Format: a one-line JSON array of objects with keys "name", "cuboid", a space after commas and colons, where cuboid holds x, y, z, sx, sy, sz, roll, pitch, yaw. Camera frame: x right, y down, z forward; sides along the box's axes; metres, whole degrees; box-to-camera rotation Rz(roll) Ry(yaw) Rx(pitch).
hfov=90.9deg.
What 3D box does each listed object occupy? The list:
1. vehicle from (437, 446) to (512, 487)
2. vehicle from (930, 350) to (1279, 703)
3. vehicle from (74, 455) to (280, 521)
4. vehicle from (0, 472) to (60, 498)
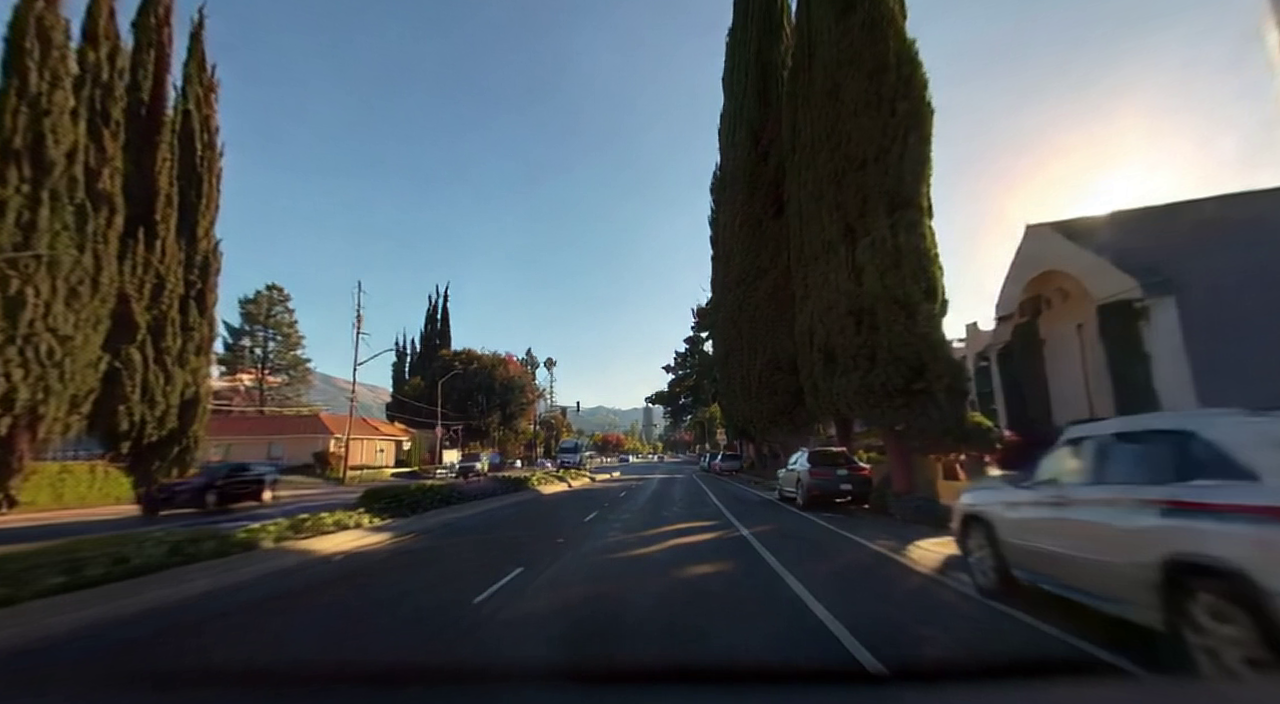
[{"name": "vehicle", "cuboid": [-7.606, 5.312, 29.610, 2.331, 1.696, 4.861, 0, -8, -2]}, {"name": "vehicle", "cuboid": [3.861, 1.023, 3.590, 2.166, 1.798, 5.256, -1, -8, 3]}, {"name": "vehicle", "cuboid": [-12.450, 3.650, 17.478, 1.999, 1.467, 4.618, -1, -8, 4]}, {"name": "vehicle", "cuboid": [-43.058, 9.172, 43.648, 4.398, 1.639, 1.919, -2, -8, 11]}]
